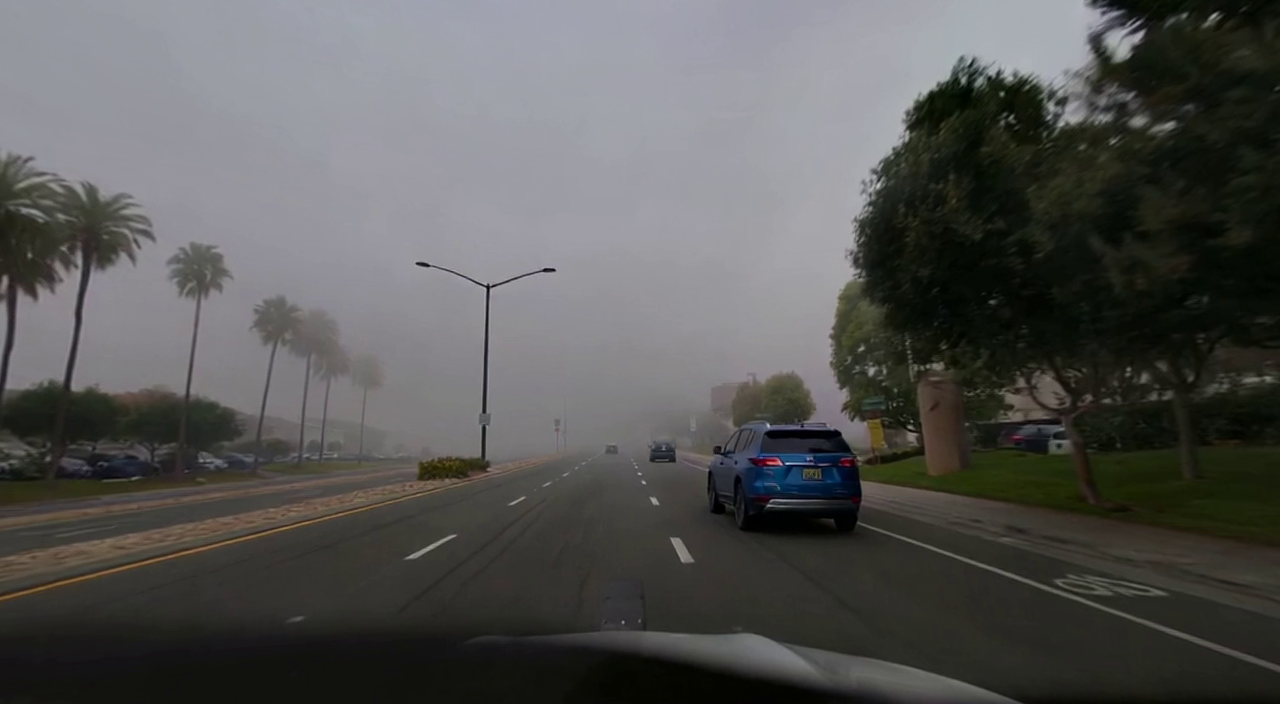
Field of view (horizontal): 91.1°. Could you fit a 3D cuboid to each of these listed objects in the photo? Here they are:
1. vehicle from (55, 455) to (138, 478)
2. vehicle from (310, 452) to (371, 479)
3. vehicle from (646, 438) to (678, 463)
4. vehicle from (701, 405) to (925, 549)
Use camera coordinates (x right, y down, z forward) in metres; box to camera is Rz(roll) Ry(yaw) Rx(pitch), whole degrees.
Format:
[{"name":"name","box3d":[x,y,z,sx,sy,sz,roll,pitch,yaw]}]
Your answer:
[{"name":"vehicle","box3d":[-37.445,7.860,43.281,4.080,1.476,1.821,-1,-8,4]},{"name":"vehicle","box3d":[-17.728,6.693,37.408,2.018,1.438,4.448,1,-8,-9]},{"name":"vehicle","box3d":[1.651,7.621,48.705,2.172,1.768,4.414,0,-8,-2]},{"name":"vehicle","box3d":[2.431,1.929,10.358,2.195,1.804,4.658,0,-8,-2]}]
